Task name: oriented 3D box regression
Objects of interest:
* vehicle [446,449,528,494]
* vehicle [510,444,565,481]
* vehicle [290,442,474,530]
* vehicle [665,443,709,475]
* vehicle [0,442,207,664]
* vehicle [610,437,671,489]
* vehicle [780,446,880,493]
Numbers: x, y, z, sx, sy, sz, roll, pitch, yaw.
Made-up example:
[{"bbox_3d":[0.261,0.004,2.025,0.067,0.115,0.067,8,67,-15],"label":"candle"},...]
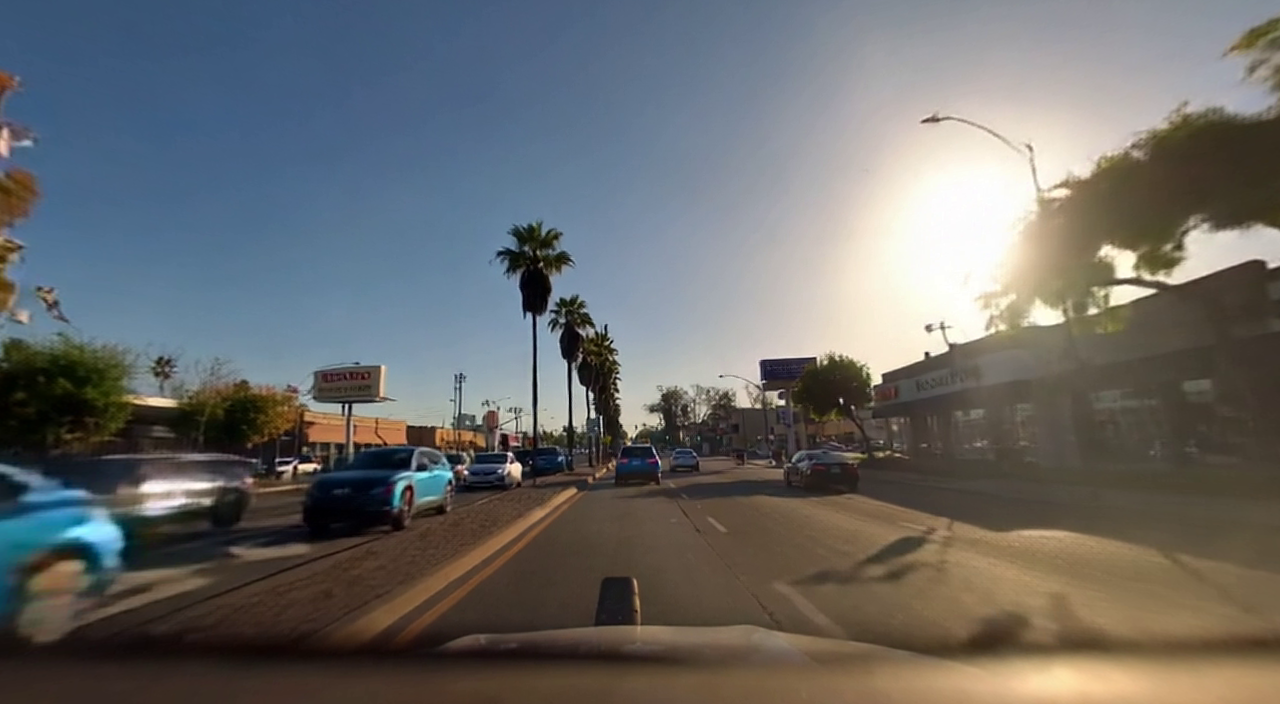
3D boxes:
[{"bbox_3d":[-5.638,4.422,23.829,2.017,1.463,4.384,0,-8,0],"label":"vehicle"},{"bbox_3d":[-5.224,5.689,32.817,2.160,1.769,4.494,0,-8,-1],"label":"vehicle"},{"bbox_3d":[-5.132,2.693,13.320,2.036,1.541,4.107,-1,-8,2],"label":"vehicle"},{"bbox_3d":[2.700,6.270,37.330,2.112,1.710,4.234,0,-8,-1],"label":"vehicle"},{"bbox_3d":[-5.229,1.293,3.903,2.030,1.441,4.324,0,-8,0],"label":"vehicle"},{"bbox_3d":[-0.032,4.220,24.286,2.151,1.787,4.109,0,-8,-1],"label":"vehicle"},{"bbox_3d":[6.383,3.974,21.802,1.944,1.447,4.309,0,-8,-2],"label":"vehicle"}]
